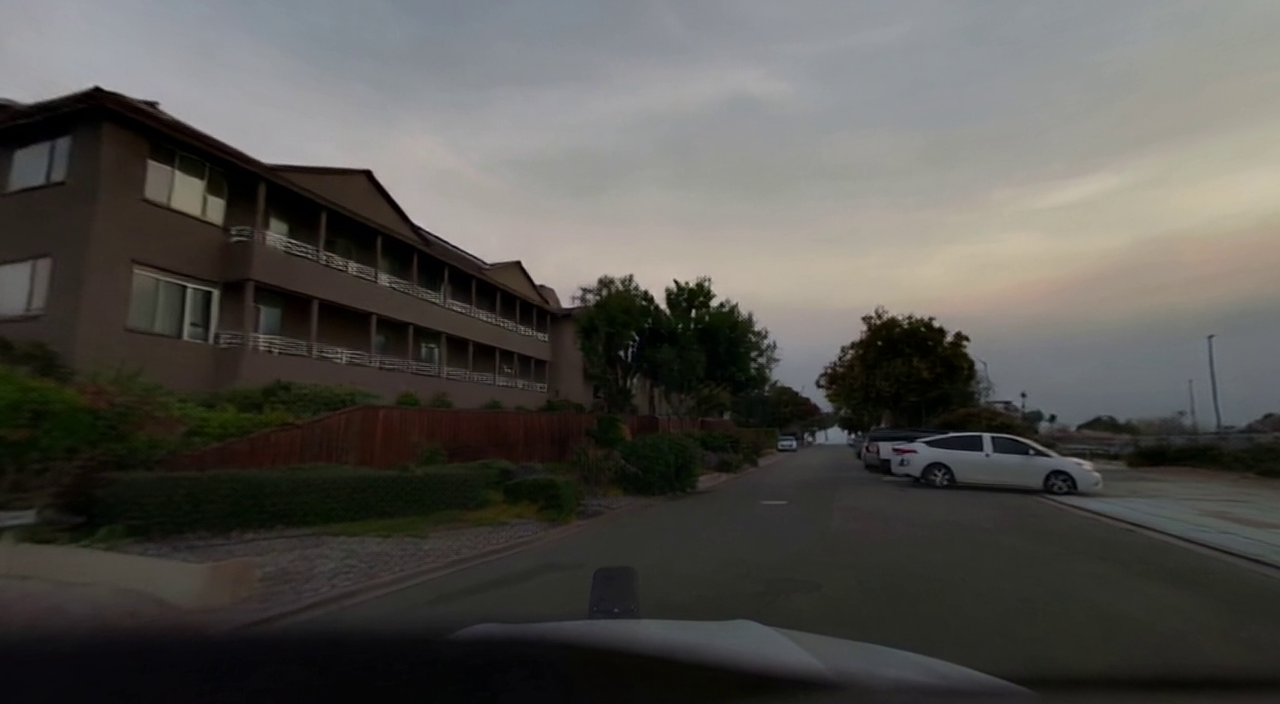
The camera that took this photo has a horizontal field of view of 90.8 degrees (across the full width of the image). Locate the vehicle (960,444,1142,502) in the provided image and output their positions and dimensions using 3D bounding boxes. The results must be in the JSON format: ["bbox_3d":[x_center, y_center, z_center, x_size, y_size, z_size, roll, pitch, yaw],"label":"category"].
[{"bbox_3d":[11.836,3.518,18.600,4.195,1.446,1.979,-3,-11,25],"label":"vehicle"}]
